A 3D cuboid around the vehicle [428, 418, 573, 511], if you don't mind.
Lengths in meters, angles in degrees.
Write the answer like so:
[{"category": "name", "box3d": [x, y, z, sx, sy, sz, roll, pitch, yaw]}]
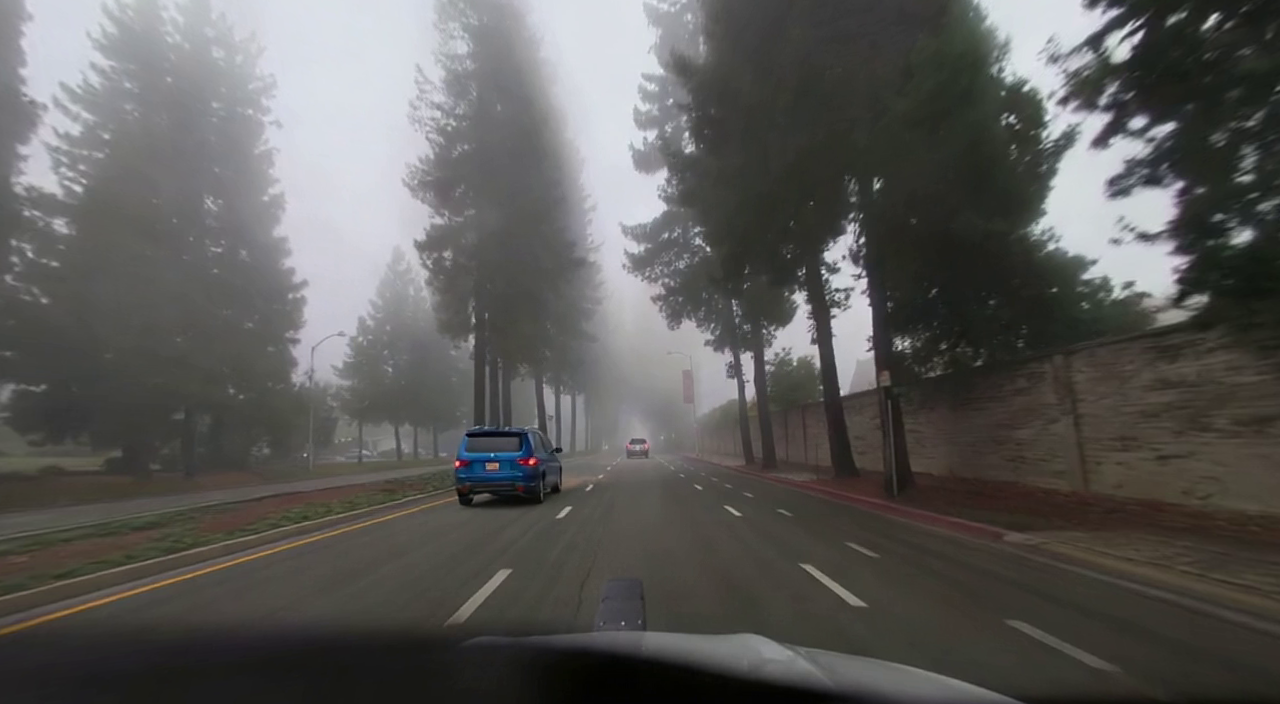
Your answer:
[{"category": "vehicle", "box3d": [-3.053, 2.618, 15.030, 2.281, 1.837, 4.845, 0, -8, 1]}]
